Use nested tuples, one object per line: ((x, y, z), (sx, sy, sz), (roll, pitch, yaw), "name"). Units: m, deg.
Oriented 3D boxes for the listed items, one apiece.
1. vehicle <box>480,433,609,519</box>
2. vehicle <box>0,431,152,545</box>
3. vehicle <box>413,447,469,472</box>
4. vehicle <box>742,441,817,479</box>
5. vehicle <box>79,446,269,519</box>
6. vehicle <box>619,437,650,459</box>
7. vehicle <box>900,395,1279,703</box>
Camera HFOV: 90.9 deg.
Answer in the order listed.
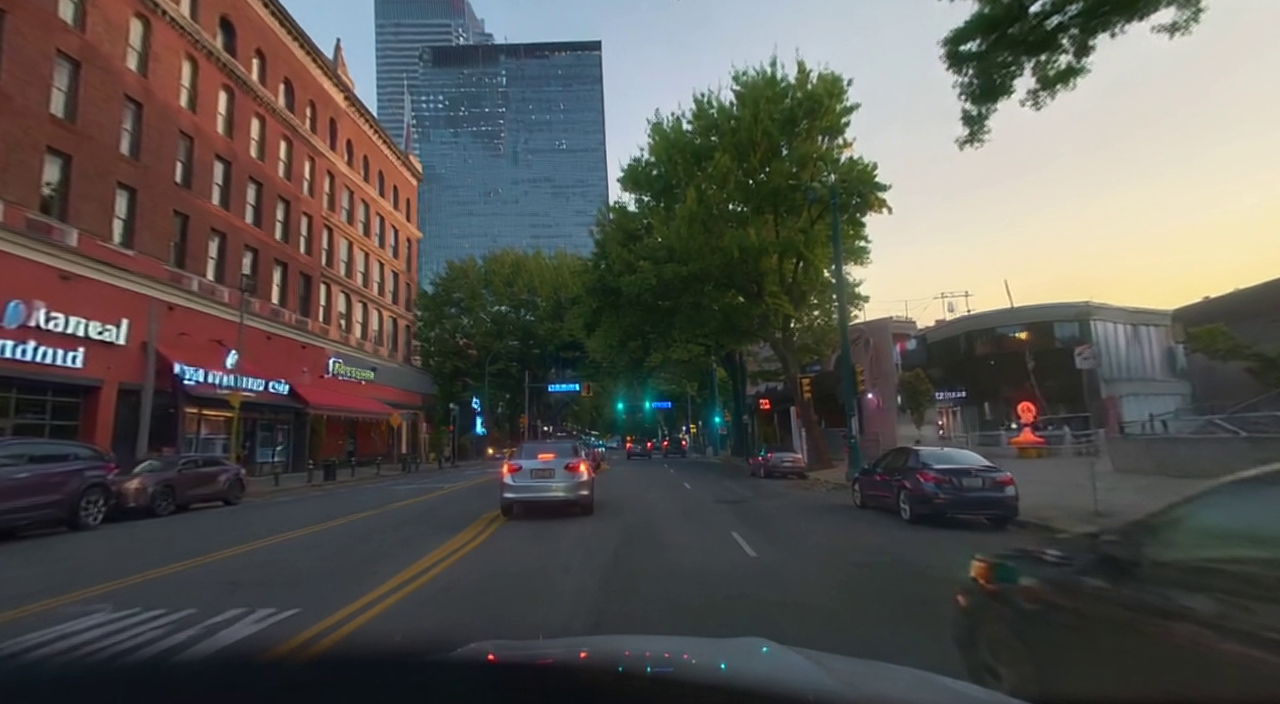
((-1.881, 2.443, 13.009), (2.169, 1.427, 4.531), (1, -8, -7), "vehicle")
((-12.758, 2.525, 11.820), (2.384, 2.044, 6.030), (0, -8, 0), "vehicle")
((-12.903, 6.988, 41.157), (2.075, 1.472, 4.638), (-1, -8, 1), "vehicle")
((5.661, 4.447, 26.249), (1.956, 1.446, 4.537), (0, -8, -2), "vehicle")
((-12.812, 3.559, 17.812), (2.000, 1.708, 4.494), (-2, -8, -1), "vehicle")
((-0.422, 6.918, 45.501), (2.102, 1.521, 4.078), (0, -8, -2), "vehicle")
((2.600, 0.819, 1.368), (2.150, 1.464, 4.467), (0, -8, 0), "vehicle")
